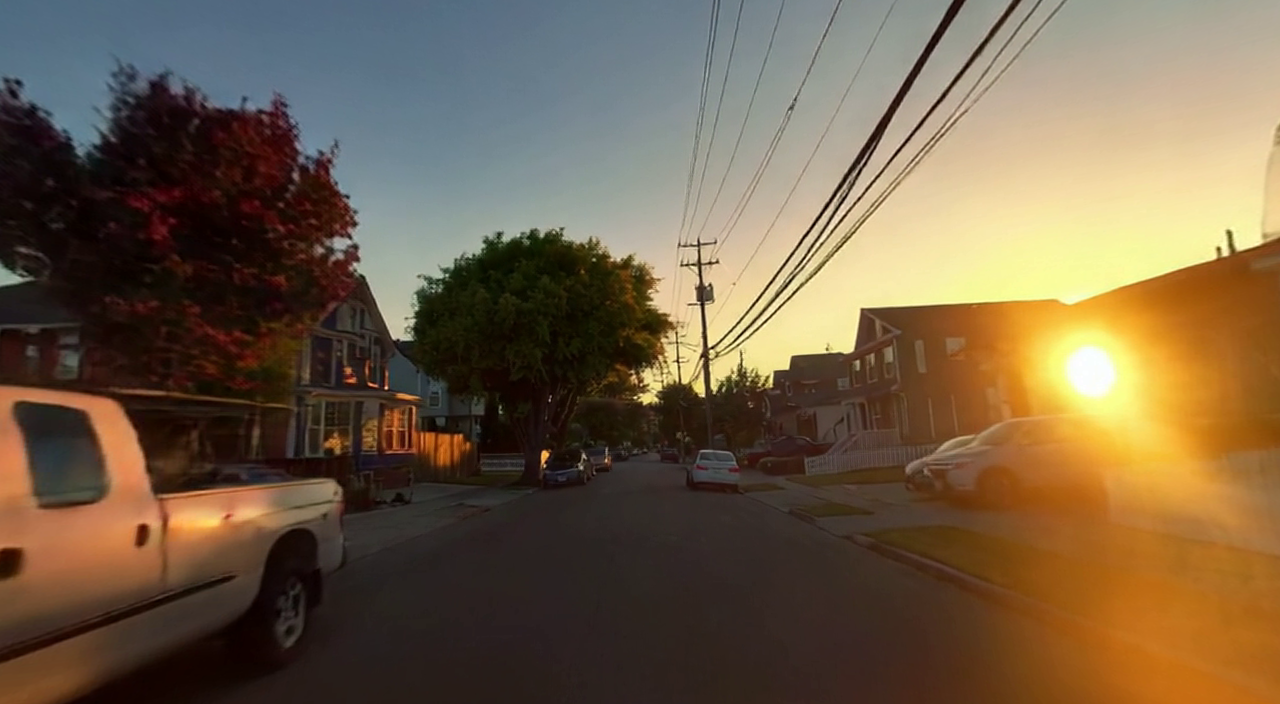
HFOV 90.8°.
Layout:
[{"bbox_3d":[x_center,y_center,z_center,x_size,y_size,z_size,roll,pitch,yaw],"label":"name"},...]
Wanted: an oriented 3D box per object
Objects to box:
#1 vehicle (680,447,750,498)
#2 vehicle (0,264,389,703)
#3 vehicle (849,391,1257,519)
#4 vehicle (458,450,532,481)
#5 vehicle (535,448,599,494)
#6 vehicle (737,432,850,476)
[{"bbox_3d":[2.662,4.371,23.436,2.043,1.631,4.613,0,-8,0],"label":"vehicle"},{"bbox_3d":[-3.518,0.847,2.825,2.399,2.085,5.589,-3,-8,2],"label":"vehicle"},{"bbox_3d":[7.235,1.855,11.682,5.974,2.066,2.152,0,-7,1],"label":"vehicle"},{"bbox_3d":[-9.168,7.173,40.132,4.088,1.779,2.109,0,-6,3],"label":"vehicle"},{"bbox_3d":[-3.408,5.615,30.307,2.204,1.655,4.813,-8,-8,0],"label":"vehicle"},{"bbox_3d":[7.911,5.308,33.020,5.274,2.170,2.205,0,-8,-2],"label":"vehicle"}]
